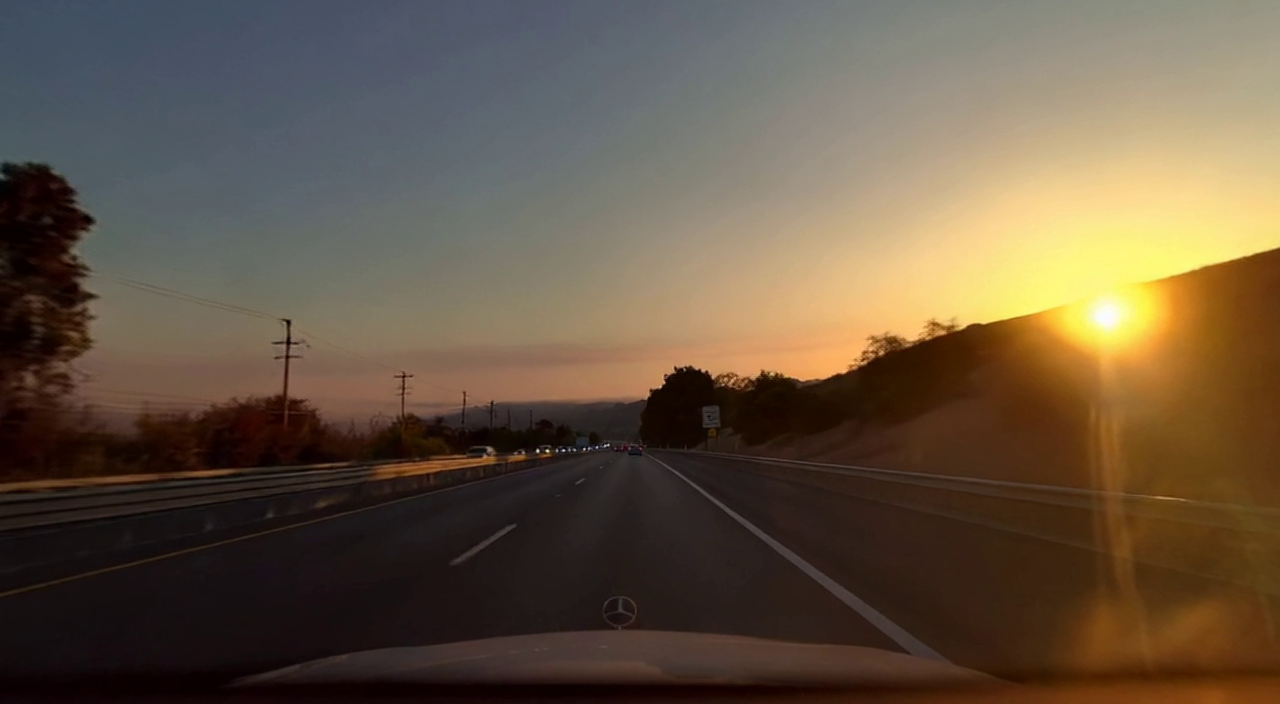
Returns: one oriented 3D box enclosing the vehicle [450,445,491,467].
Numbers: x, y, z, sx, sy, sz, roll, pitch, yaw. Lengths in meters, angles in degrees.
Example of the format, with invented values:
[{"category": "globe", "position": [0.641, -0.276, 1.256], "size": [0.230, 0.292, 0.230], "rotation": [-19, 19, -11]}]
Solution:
[{"category": "vehicle", "position": [-13.178, 8.084, 48.929], "size": [1.897, 1.568, 4.209], "rotation": [-1, -9, 1]}]
